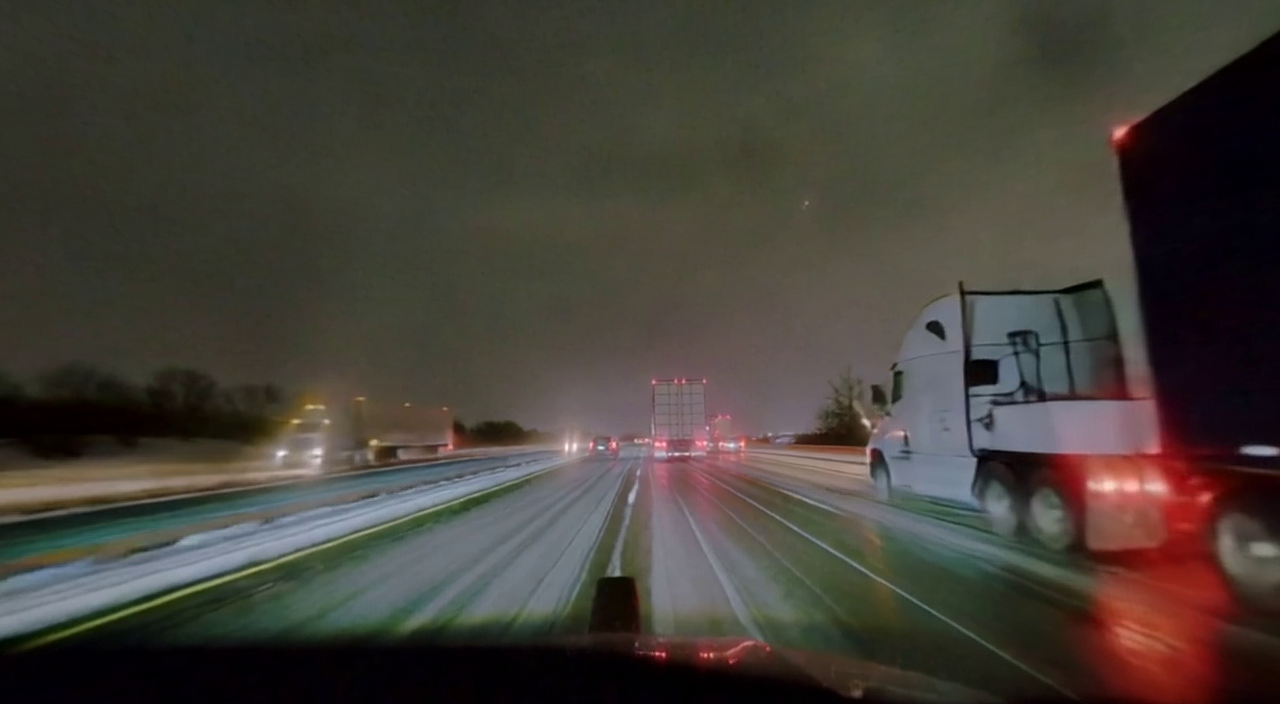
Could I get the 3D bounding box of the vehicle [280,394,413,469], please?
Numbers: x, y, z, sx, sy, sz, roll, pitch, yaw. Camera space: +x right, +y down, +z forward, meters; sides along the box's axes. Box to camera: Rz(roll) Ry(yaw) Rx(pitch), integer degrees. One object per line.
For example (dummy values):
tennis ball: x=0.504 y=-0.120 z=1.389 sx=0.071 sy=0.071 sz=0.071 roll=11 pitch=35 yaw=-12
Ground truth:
vehicle: x=-17.494 y=4.915 z=38.695 sx=3.026 sy=3.971 sz=10.127 roll=0 pitch=-8 yaw=1

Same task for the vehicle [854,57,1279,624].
vehicle: x=6.003 y=0.406 z=8.091 sx=2.946 sy=3.946 sz=10.224 roll=0 pitch=-8 yaw=0

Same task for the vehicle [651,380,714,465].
vehicle: x=2.252 y=4.274 z=37.139 sx=2.966 sy=4.072 sz=13.408 roll=-1 pitch=-8 yaw=2

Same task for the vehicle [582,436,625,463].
vehicle: x=-2.151 y=5.980 z=38.941 sx=2.208 sy=1.542 sz=5.138 roll=0 pitch=-8 yaw=1
